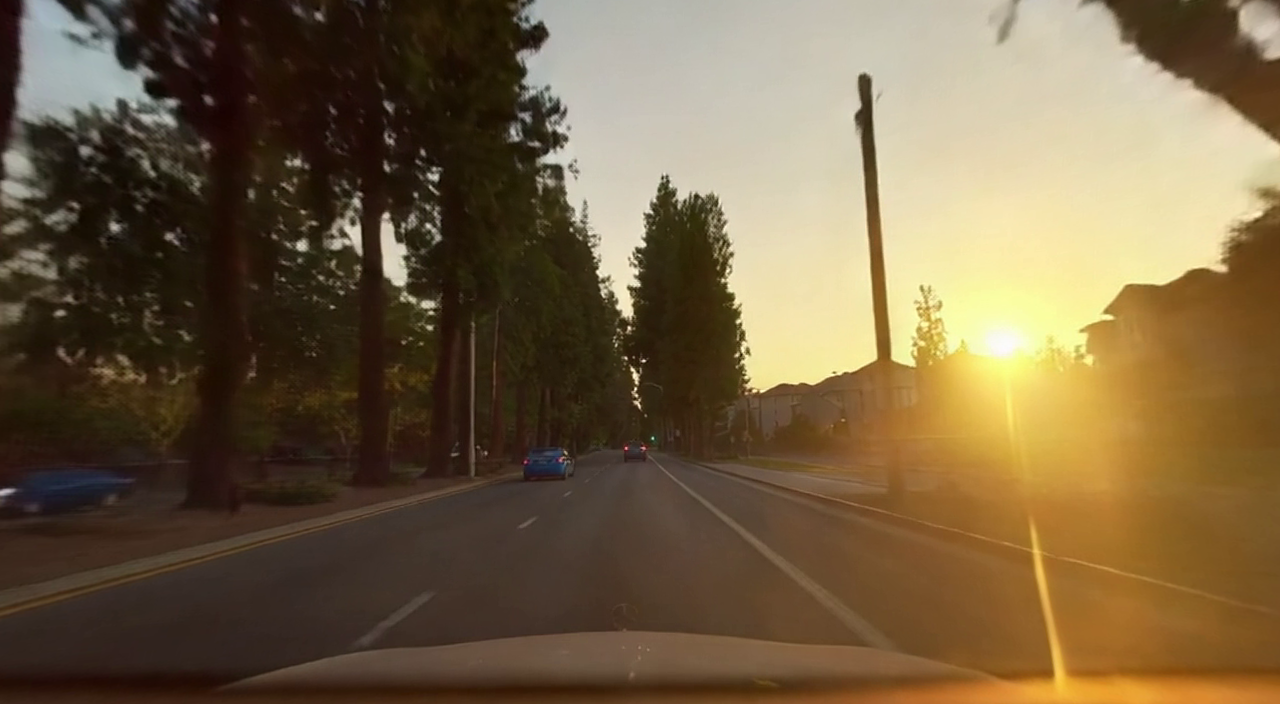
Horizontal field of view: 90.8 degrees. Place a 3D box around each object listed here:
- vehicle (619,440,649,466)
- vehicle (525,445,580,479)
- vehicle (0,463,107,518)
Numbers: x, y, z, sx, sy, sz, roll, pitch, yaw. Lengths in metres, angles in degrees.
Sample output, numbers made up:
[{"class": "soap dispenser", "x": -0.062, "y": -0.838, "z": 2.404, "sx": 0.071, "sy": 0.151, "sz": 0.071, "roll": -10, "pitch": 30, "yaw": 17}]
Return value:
[{"class": "vehicle", "x": -0.436, "y": 7.283, "z": 45.738, "sx": 2.018, "sy": 1.769, "sz": 3.897, "roll": 0, "pitch": -8, "yaw": -1}, {"class": "vehicle", "x": -3.942, "y": 5.006, "z": 29.056, "sx": 1.917, "sy": 1.448, "sz": 4.178, "roll": 0, "pitch": -8, "yaw": 0}, {"class": "vehicle", "x": -19.920, "y": 4.362, "z": 20.082, "sx": 1.872, "sy": 1.479, "sz": 4.643, "roll": 0, "pitch": -8, "yaw": 0}]
